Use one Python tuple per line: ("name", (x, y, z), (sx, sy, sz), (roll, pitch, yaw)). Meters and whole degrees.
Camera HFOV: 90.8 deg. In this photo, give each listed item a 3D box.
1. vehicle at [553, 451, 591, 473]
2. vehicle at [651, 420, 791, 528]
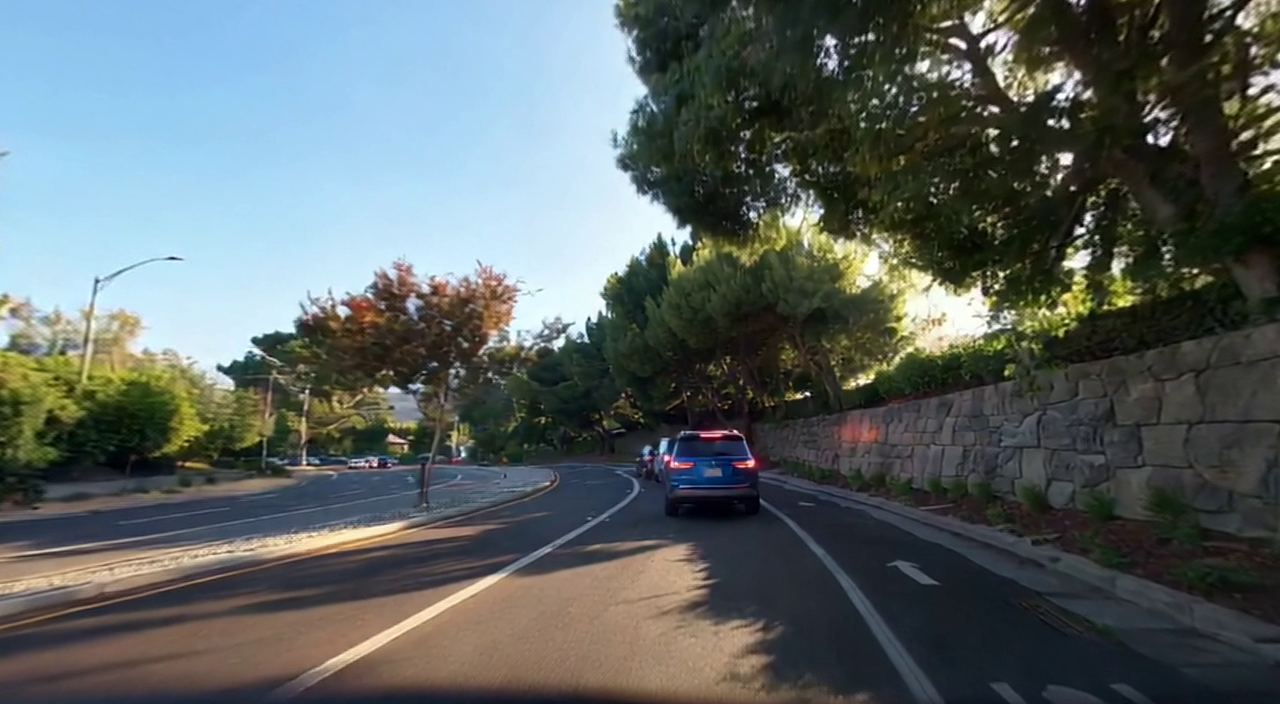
("vehicle", (-4.923, 7.864, 45.376), (2.023, 1.474, 4.286), (2, -9, -15))
("vehicle", (1.430, 2.330, 12.613), (2.287, 1.762, 4.269), (0, -9, 3))
